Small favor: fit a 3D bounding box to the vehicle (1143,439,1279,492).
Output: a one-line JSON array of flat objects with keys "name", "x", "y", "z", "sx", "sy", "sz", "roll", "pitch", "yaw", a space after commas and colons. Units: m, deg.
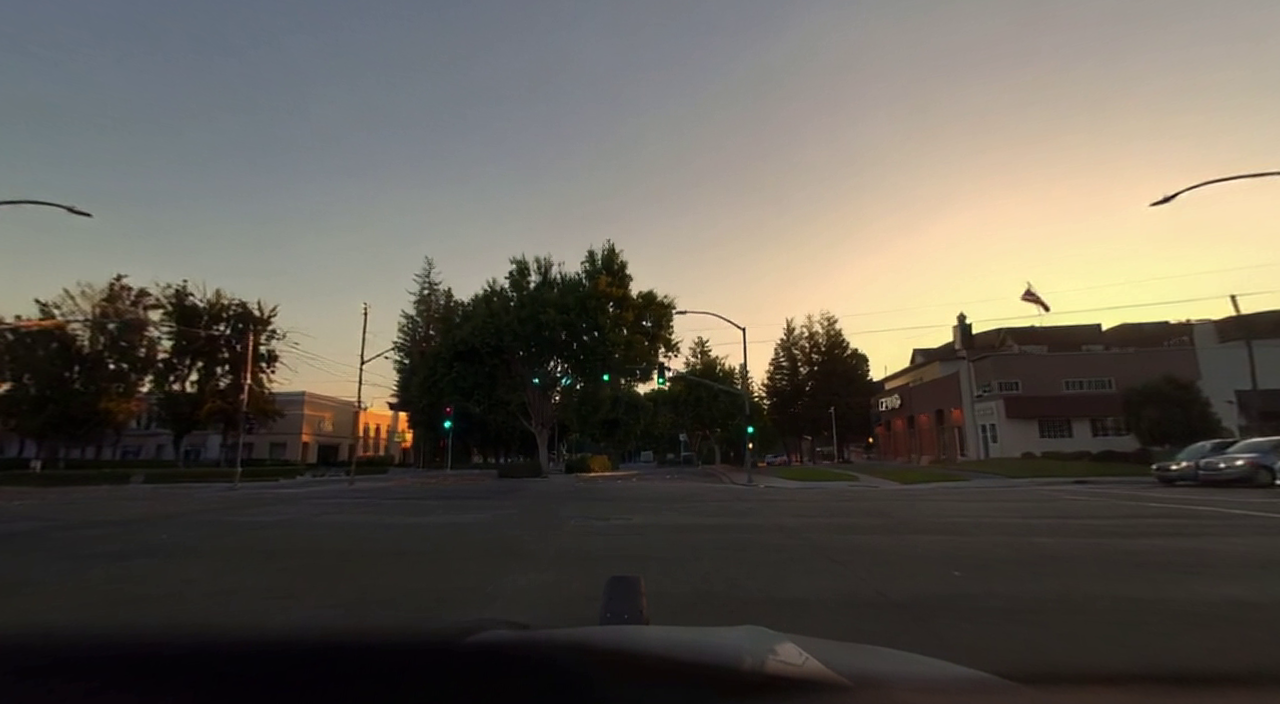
[{"name": "vehicle", "x": 20.194, "y": 3.826, "z": 21.393, "sx": 4.483, "sy": 1.691, "sz": 1.949, "roll": 0, "pitch": -8, "yaw": 0}]
